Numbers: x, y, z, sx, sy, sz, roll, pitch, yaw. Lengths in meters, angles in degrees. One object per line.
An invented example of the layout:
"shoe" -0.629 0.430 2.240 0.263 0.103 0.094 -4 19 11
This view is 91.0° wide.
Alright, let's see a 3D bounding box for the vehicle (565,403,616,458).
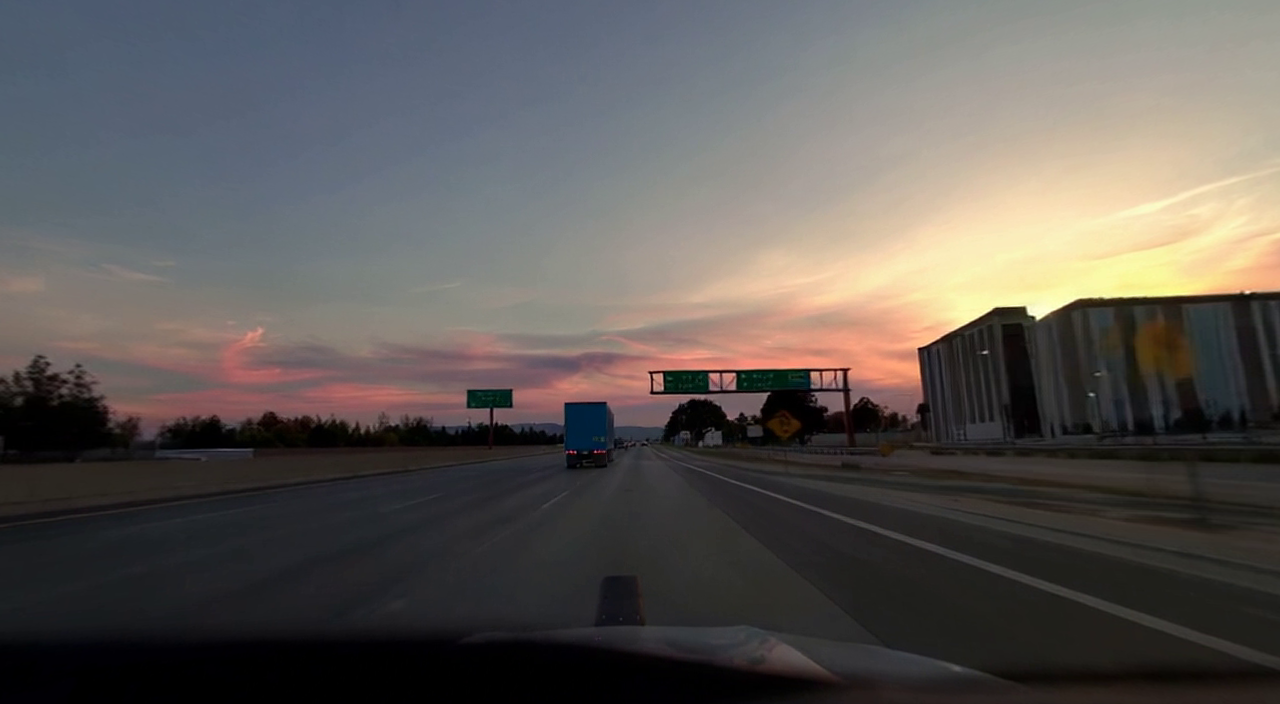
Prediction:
"vehicle" -3.687 6.355 49.711 3.059 3.867 10.343 0 -9 1
